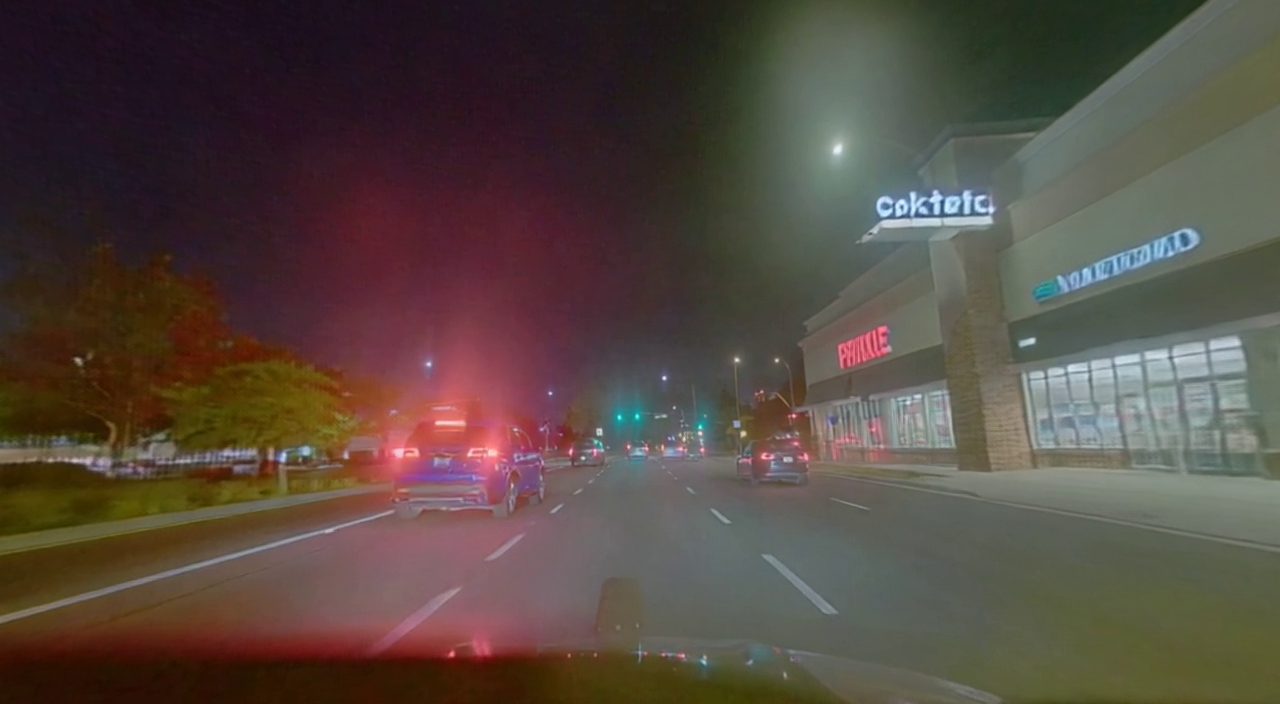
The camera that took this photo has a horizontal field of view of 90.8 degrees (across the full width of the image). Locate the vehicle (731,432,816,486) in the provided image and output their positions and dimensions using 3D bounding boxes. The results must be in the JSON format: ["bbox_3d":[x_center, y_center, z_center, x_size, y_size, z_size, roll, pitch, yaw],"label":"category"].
[{"bbox_3d":[4.403,3.596,21.464,1.869,1.646,4.166,0,-9,-1],"label":"vehicle"}]

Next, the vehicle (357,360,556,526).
[{"bbox_3d":[-3.475,1.965,13.652,2.443,2.784,5.862,0,-9,1],"label":"vehicle"}]

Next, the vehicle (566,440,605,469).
[{"bbox_3d":[-3.363,6.422,39.712,2.030,1.724,4.365,0,-9,1],"label":"vehicle"}]

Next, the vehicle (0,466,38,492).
[{"bbox_3d":[-42.072,8.479,42.289,4.478,1.494,1.934,-8,-11,40],"label":"vehicle"}]
